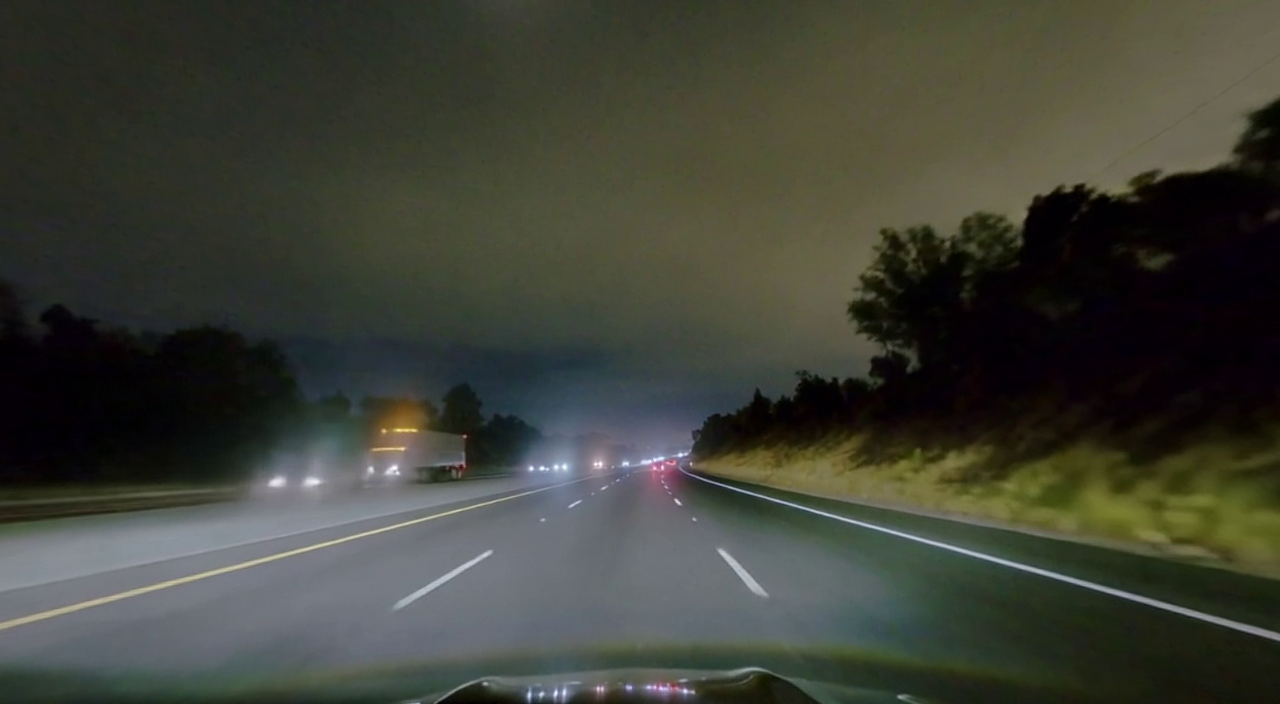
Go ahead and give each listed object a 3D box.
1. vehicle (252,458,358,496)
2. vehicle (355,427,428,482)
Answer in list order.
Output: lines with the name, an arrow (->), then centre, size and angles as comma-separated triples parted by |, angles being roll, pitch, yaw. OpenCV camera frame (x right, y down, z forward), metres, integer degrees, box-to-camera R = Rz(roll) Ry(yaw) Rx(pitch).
vehicle -> -14.670, 5.530, 27.959 | 1.909, 1.501, 4.809 | 0, -11, 2
vehicle -> -19.333, 8.103, 49.461 | 2.984, 3.962, 5.856 | 0, -11, 2
